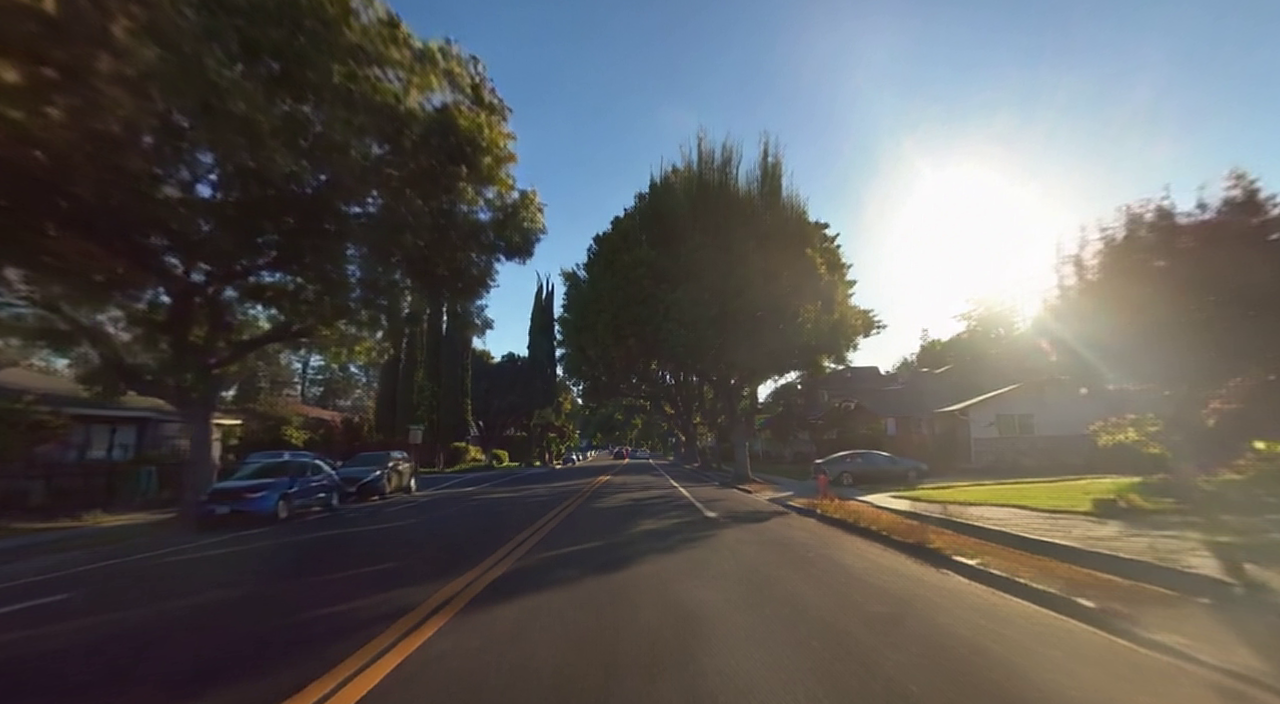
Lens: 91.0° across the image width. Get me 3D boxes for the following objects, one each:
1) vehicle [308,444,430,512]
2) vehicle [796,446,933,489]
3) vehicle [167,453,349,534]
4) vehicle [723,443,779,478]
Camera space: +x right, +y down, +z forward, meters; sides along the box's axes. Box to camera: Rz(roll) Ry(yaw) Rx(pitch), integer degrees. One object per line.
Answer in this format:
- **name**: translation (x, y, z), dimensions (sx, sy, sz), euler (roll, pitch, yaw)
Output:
- **vehicle**: translation (-9.371, 4.335, 22.356), dimensions (2.181, 1.938, 4.931), euler (-2, -7, 0)
- **vehicle**: translation (8.148, 4.238, 23.271), dimensions (4.438, 1.466, 1.943), euler (-1, -9, 10)
- **vehicle**: translation (-9.195, 3.379, 15.659), dimensions (1.998, 1.684, 4.180), euler (1, -9, -2)
- **vehicle**: translation (5.797, 5.717, 33.545), dimensions (2.096, 1.713, 4.606), euler (0, -9, -1)
